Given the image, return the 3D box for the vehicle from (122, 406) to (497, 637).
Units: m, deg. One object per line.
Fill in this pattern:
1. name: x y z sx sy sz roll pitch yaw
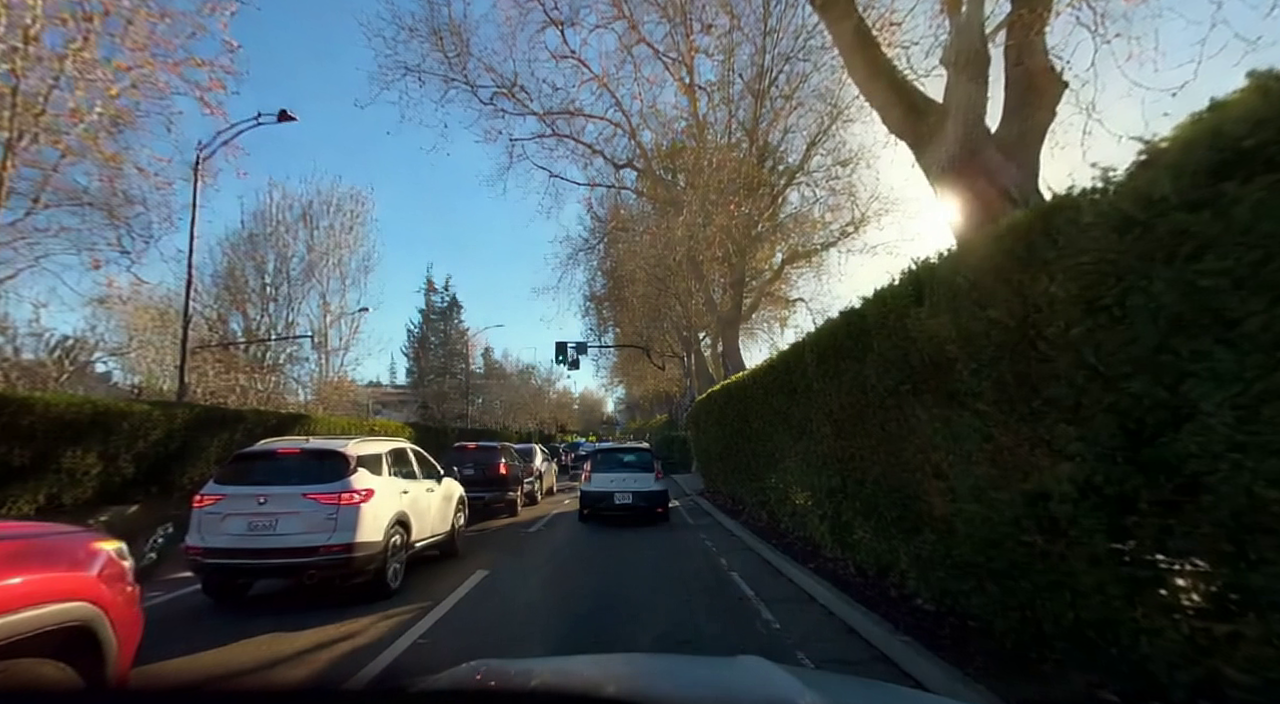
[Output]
1. vehicle: -3.393 1.772 7.647 2.256 1.728 4.421 -6 -8 -2

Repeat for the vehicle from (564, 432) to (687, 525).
1. vehicle: -0.285 2.528 13.008 2.154 1.581 4.007 0 -9 -1

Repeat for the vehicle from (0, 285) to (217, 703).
1. vehicle: -3.276 0.591 0.627 2.205 1.913 5.327 -5 -8 -2
